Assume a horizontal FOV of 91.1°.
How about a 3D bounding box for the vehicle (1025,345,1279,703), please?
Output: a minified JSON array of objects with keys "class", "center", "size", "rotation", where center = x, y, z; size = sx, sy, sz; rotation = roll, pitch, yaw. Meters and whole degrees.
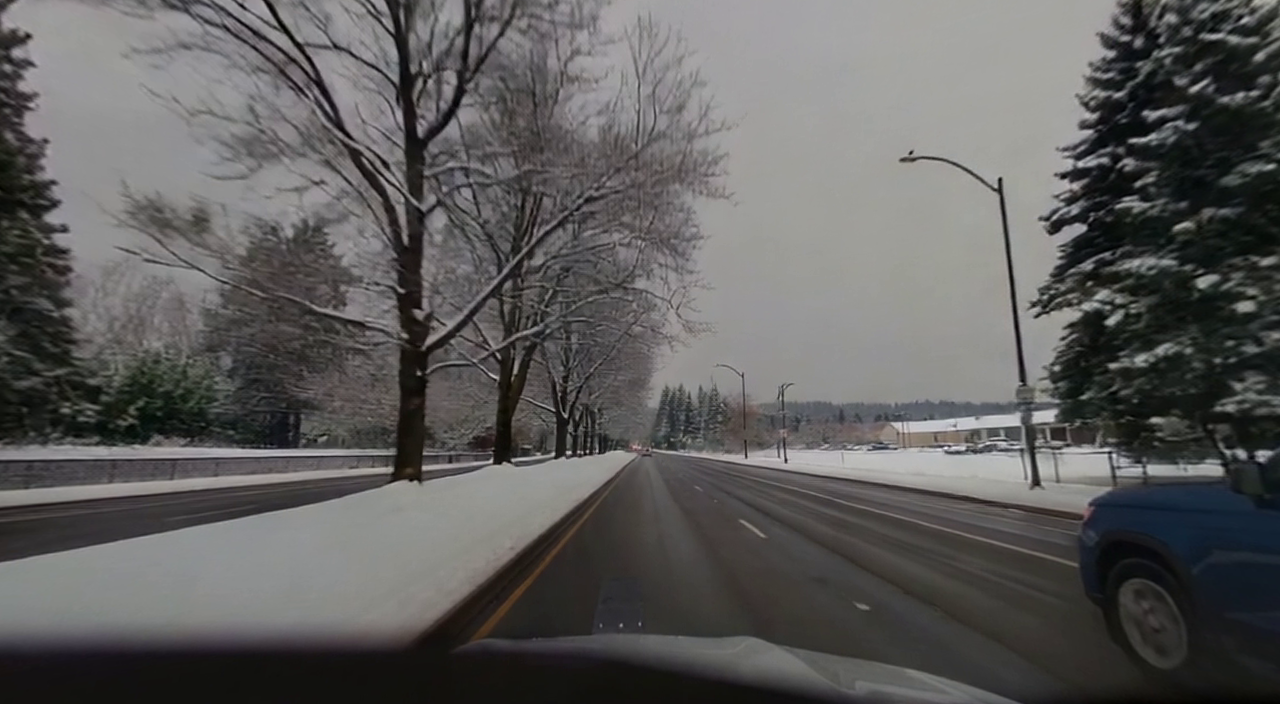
[{"class":"vehicle","center":[3.711,0.736,1.780],"size":[2.087,1.759,5.040],"rotation":[0,-8,1]}]
